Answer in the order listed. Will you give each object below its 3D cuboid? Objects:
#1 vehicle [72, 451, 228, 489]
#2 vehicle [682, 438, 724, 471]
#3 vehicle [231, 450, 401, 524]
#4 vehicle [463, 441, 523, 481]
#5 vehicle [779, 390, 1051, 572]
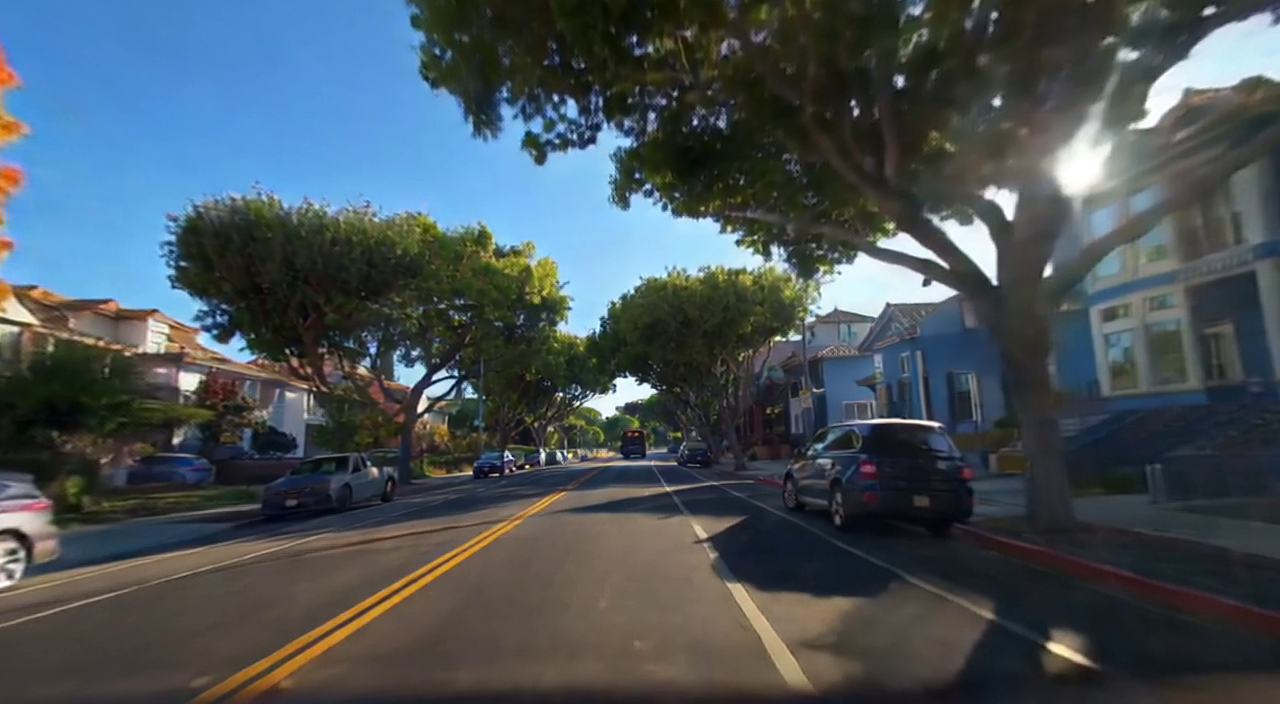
[{"bbox_3d":[-20.221,4.849,26.225,4.721,1.463,2.275,-1,-8,5],"label":"vehicle"},{"bbox_3d":[3.991,6.552,40.668,2.060,1.833,4.927,4,-9,0],"label":"vehicle"},{"bbox_3d":[-8.312,3.447,16.860,1.921,1.494,4.884,-2,-8,1],"label":"vehicle"},{"bbox_3d":[-8.263,6.155,36.024,2.094,1.840,5.450,-6,-8,-1],"label":"vehicle"},{"bbox_3d":[3.703,1.803,9.672,2.131,1.995,4.626,3,-8,1],"label":"vehicle"}]
